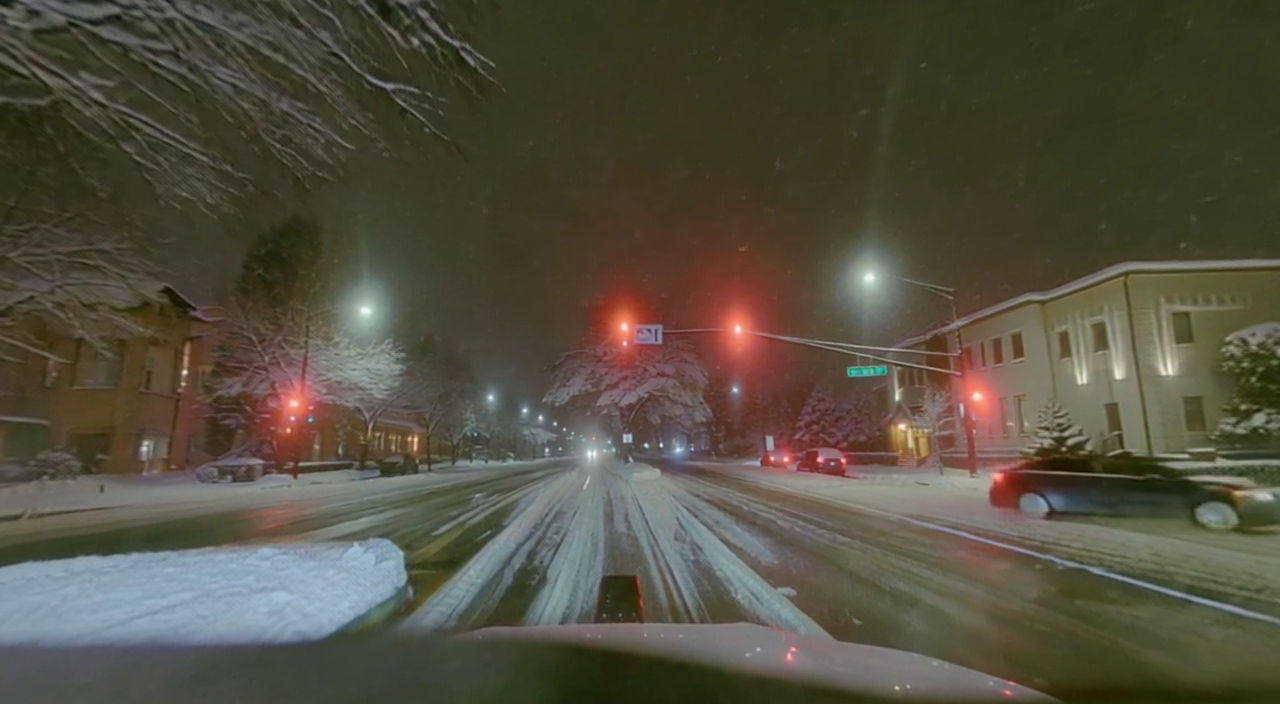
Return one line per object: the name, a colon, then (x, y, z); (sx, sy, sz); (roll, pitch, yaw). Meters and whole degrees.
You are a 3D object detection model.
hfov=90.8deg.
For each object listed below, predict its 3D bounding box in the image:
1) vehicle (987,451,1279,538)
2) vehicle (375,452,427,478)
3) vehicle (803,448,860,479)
vehicle: (9.977, 2.776, 12.943); (4.683, 1.460, 1.933); (-7, -11, 38)
vehicle: (-16.910, 7.994, 44.837); (2.075, 1.708, 4.335); (0, -8, -2)
vehicle: (12.667, 7.373, 42.180); (2.181, 1.876, 4.723); (0, -8, -2)
